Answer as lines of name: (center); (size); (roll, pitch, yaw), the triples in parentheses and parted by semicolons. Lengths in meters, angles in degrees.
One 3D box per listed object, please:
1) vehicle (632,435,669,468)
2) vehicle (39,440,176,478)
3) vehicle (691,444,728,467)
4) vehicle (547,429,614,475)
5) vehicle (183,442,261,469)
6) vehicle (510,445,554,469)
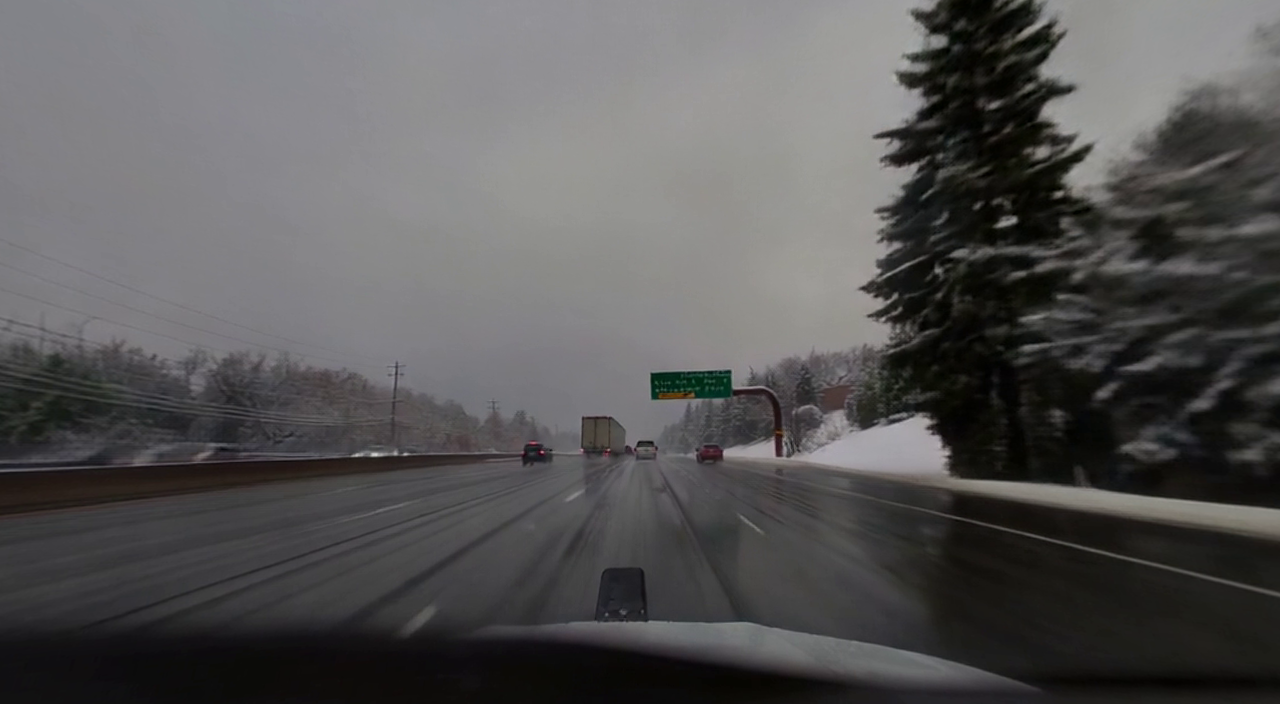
vehicle: (0.694, 6.717, 42.764); (2.309, 2.023, 5.130); (0, -8, 0)
vehicle: (-25.030, 5.028, 29.947); (2.003, 1.641, 5.102); (0, -8, 1)
vehicle: (4.780, 7.156, 43.854); (1.993, 1.474, 4.230); (0, -8, -1)
vehicle: (-3.429, 6.439, 41.208); (2.854, 2.379, 16.653); (0, -8, 0)
vehicle: (-28.638, 7.100, 43.429); (1.945, 1.742, 4.887); (0, -8, 0)
vehicle: (-7.035, 6.871, 41.567); (1.965, 1.437, 4.592); (-1, -8, 2)
